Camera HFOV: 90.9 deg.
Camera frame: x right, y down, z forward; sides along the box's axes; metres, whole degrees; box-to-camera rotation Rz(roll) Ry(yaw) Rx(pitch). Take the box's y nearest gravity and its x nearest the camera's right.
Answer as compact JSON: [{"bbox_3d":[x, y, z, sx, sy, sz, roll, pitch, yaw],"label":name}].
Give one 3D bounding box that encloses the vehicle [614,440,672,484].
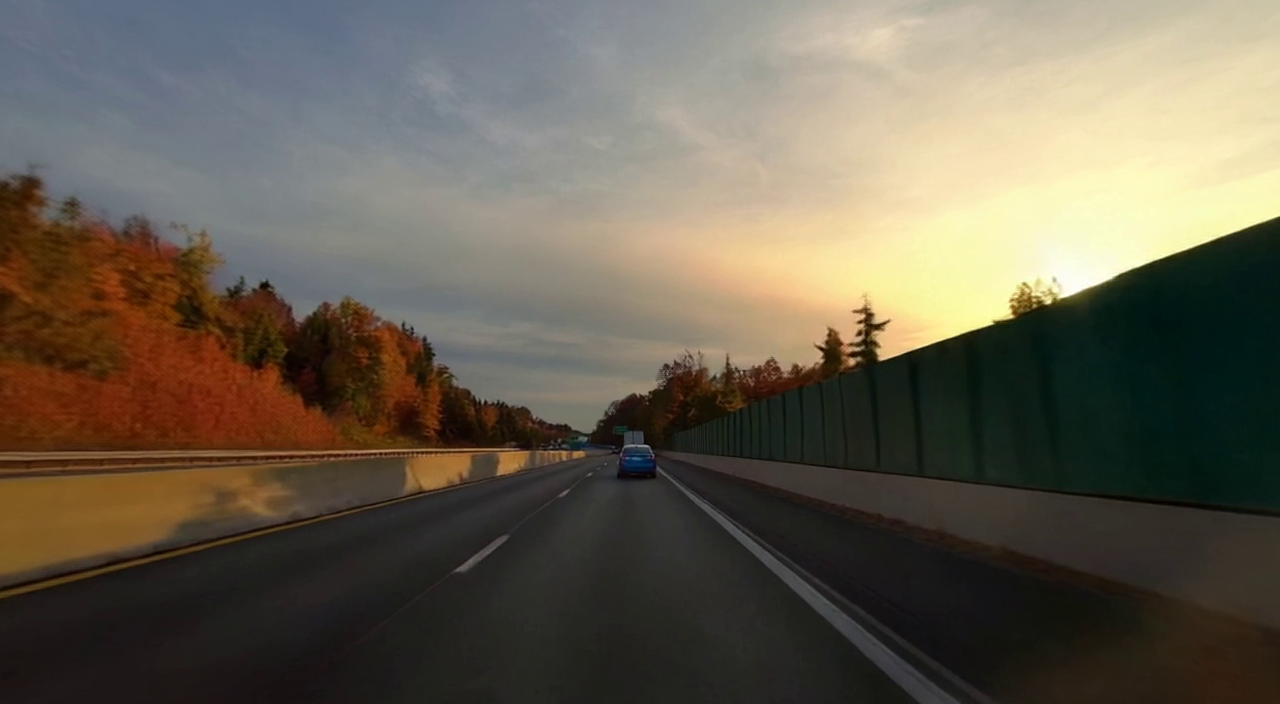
[{"bbox_3d":[0.053,4.175,24.288,2.057,1.516,4.065,0,-8,-2],"label":"vehicle"}]
